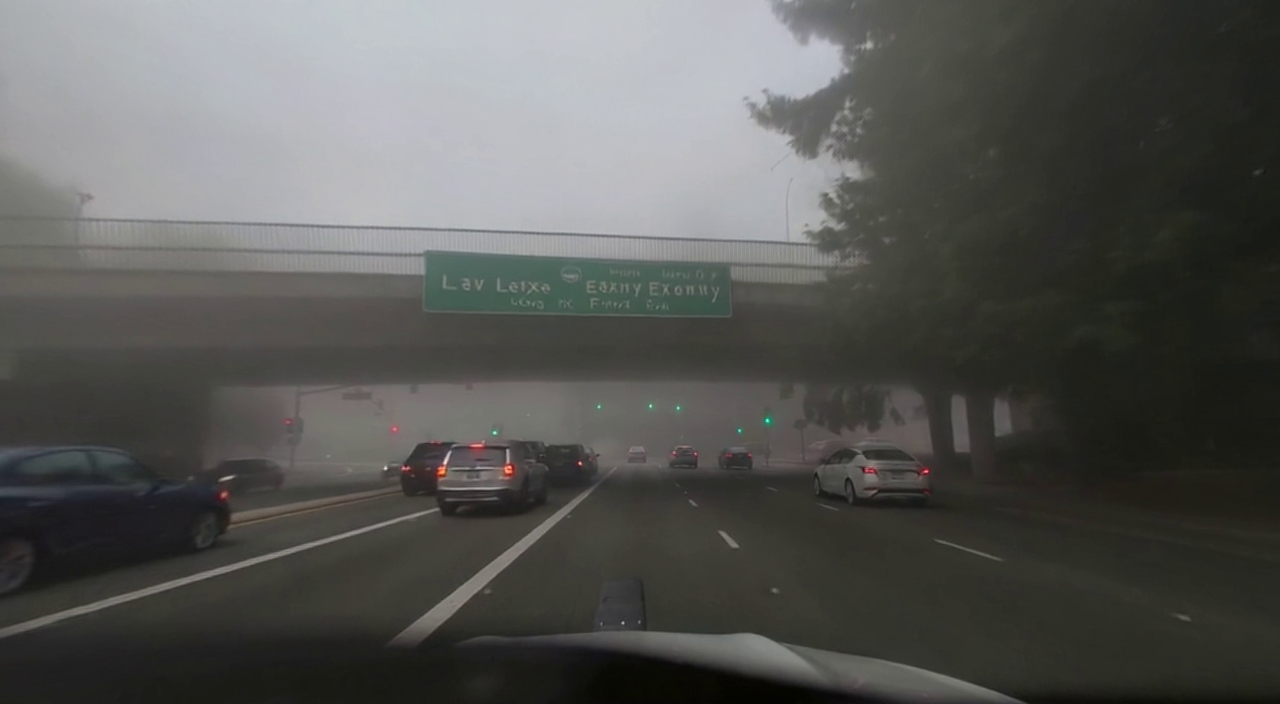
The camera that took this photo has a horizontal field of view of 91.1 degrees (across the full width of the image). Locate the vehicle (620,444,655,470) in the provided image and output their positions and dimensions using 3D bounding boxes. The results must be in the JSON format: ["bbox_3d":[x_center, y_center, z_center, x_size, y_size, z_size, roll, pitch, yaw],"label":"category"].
[{"bbox_3d":[-0.175,6.423,38.551,2.026,1.453,3.780,0,-9,-1],"label":"vehicle"}]

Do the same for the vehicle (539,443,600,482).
[{"bbox_3d":[-2.832,4.554,26.131,1.980,1.491,4.351,0,-9,1],"label":"vehicle"}]

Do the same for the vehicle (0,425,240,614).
[{"bbox_3d":[-6.141,1.447,5.713,2.070,1.488,4.376,0,-9,0],"label":"vehicle"}]

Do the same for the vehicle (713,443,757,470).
[{"bbox_3d":[5.833,6.468,38.984,1.924,1.527,4.268,0,-9,-2],"label":"vehicle"}]

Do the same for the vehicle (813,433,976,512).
[{"bbox_3d":[5.926,2.854,15.363,2.056,1.624,4.498,0,-9,-1],"label":"vehicle"}]

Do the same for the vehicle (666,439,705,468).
[{"bbox_3d":[2.849,6.512,40.360,2.034,1.762,4.420,0,-9,-1],"label":"vehicle"}]

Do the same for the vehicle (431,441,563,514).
[{"bbox_3d":[-3.154,2.865,14.849,2.041,1.466,4.212,0,-9,1],"label":"vehicle"}]
